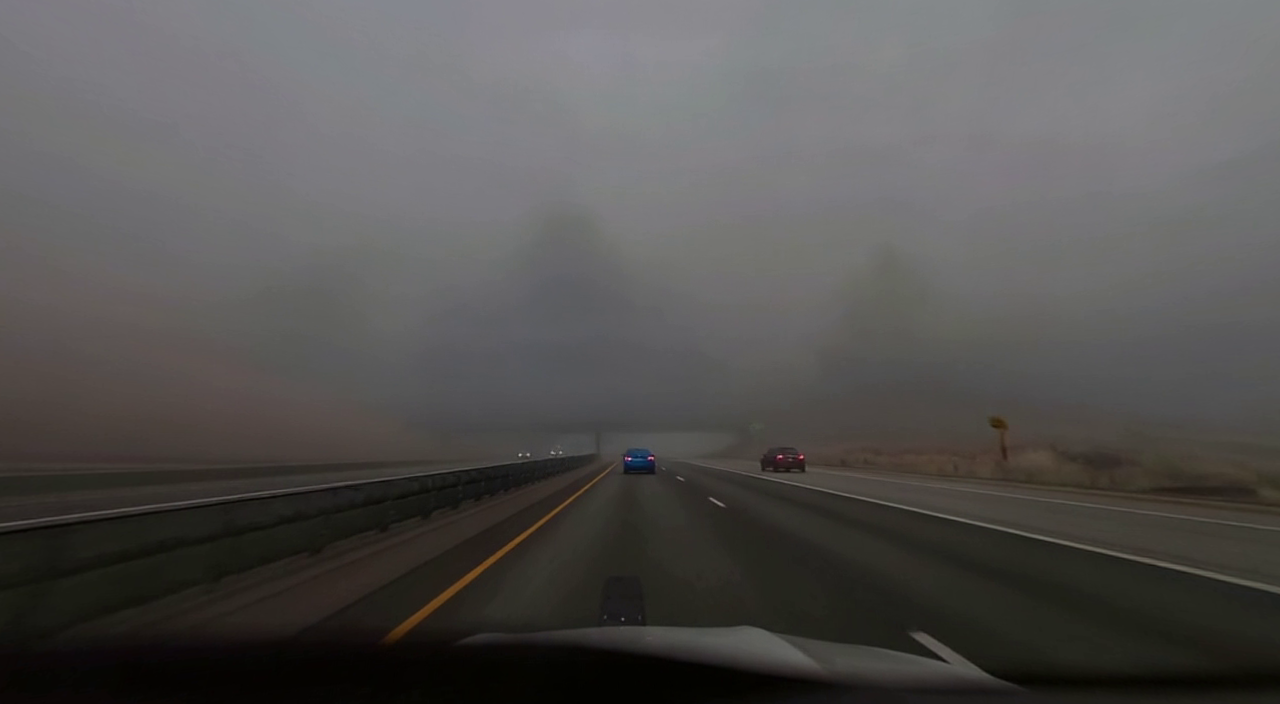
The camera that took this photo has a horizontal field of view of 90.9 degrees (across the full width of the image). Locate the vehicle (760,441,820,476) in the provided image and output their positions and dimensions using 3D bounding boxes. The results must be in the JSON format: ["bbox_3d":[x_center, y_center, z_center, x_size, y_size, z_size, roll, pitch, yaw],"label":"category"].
[{"bbox_3d":[7.580,5.417,32.297,2.006,1.639,4.087,0,-9,-1],"label":"vehicle"}]

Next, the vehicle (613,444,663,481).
[{"bbox_3d":[-0.115,4.915,28.314,2.069,1.523,4.012,0,-9,-1],"label":"vehicle"}]
